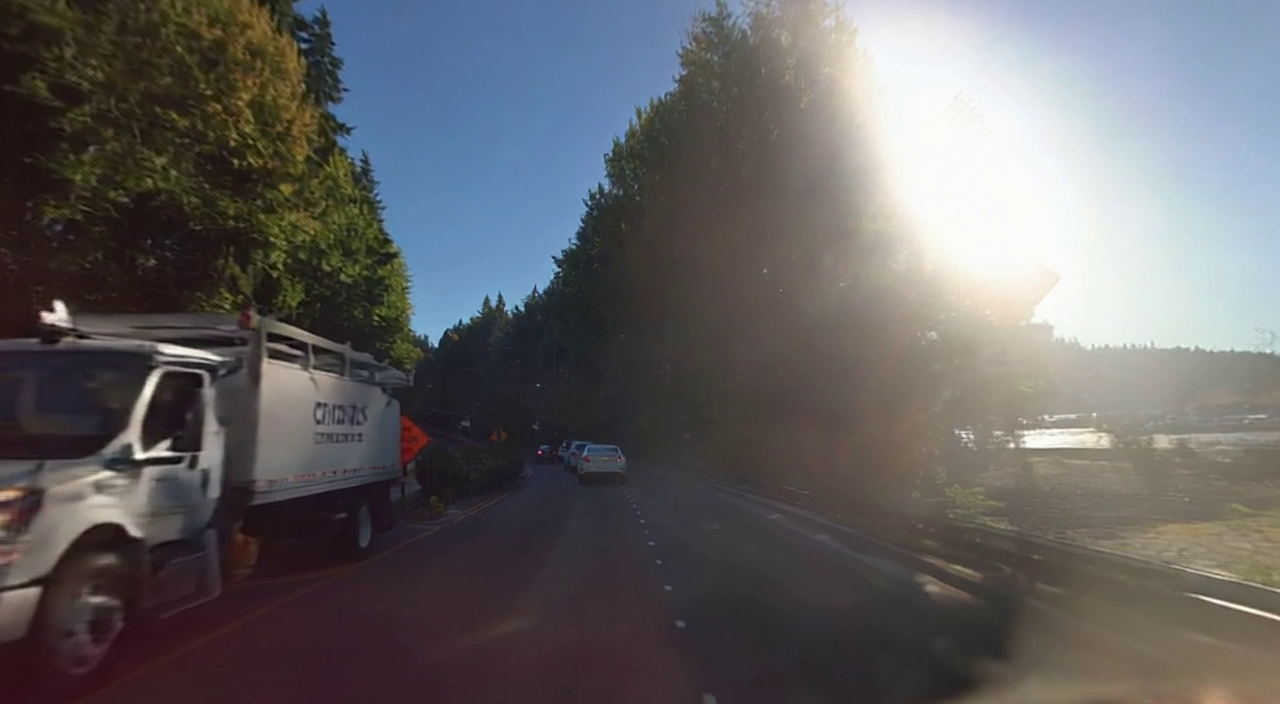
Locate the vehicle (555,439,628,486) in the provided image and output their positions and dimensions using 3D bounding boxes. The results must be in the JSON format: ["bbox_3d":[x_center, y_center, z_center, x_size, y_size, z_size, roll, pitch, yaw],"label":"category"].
[{"bbox_3d":[-1.827,3.887,22.575,2.186,1.463,4.356,1,-9,-10],"label":"vehicle"}]

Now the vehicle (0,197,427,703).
[{"bbox_3d":[-3.632,0.928,4.492,2.671,2.053,6.074,1,-8,-6],"label":"vehicle"}]
